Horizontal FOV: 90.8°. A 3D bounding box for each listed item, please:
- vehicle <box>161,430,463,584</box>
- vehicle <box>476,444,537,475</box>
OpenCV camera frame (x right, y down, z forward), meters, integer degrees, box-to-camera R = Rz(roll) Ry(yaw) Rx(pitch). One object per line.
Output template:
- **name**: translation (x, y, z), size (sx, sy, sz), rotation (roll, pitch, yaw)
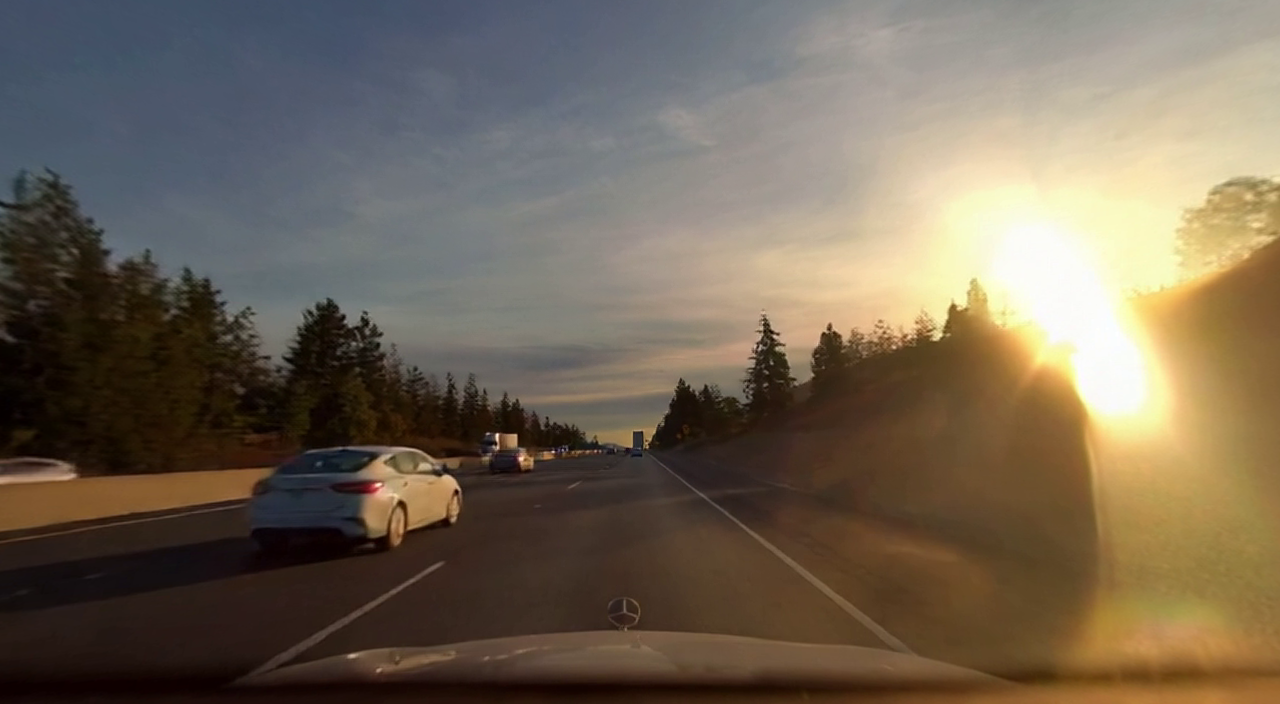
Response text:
- **vehicle**: translation (-3.840, 1.850, 8.284), size (1.893, 1.521, 3.742), rotation (0, -9, 1)
- **vehicle**: translation (-7.297, 5.927, 34.982), size (2.179, 1.577, 5.070), rotation (0, -9, 1)
